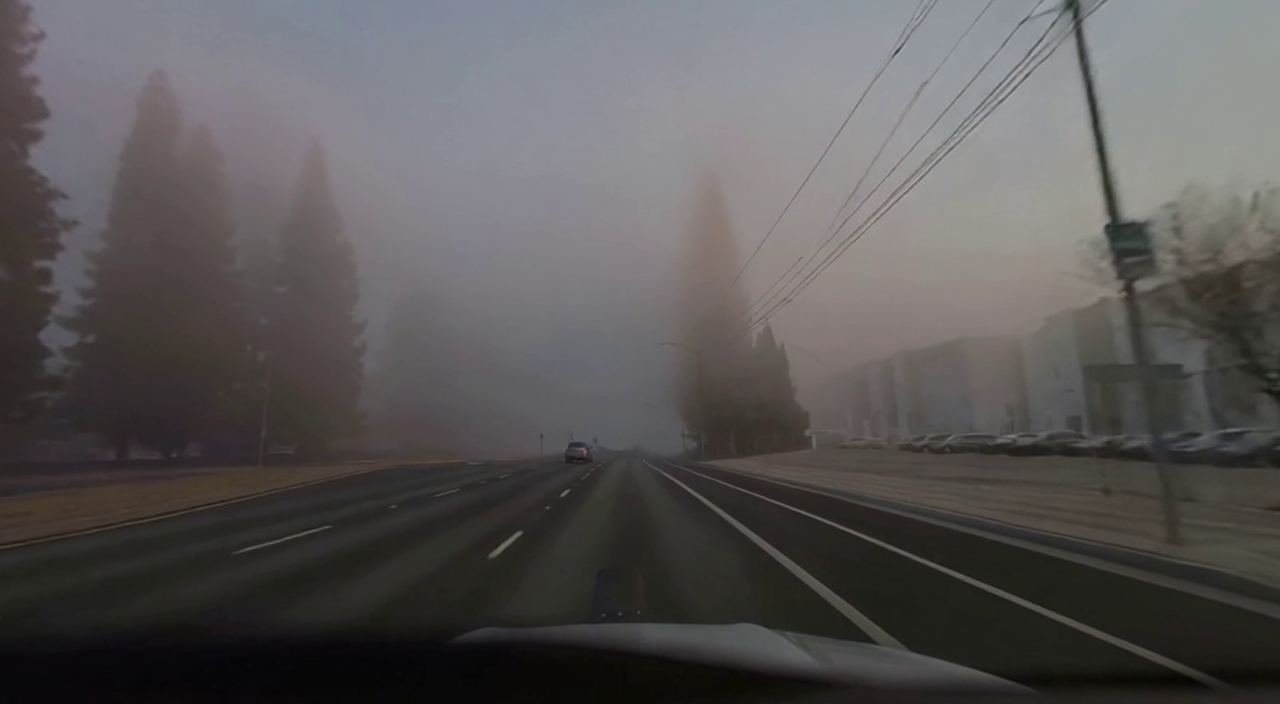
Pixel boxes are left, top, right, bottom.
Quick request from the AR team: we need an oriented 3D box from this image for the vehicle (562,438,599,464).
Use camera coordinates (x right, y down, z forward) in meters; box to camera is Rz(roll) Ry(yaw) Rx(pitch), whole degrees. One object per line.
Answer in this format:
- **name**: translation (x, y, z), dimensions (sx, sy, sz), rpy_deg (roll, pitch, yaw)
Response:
- **vehicle**: translation (-3.918, 6.627, 42.318), dimensions (2.121, 1.654, 3.993), rpy_deg (0, -8, -1)
